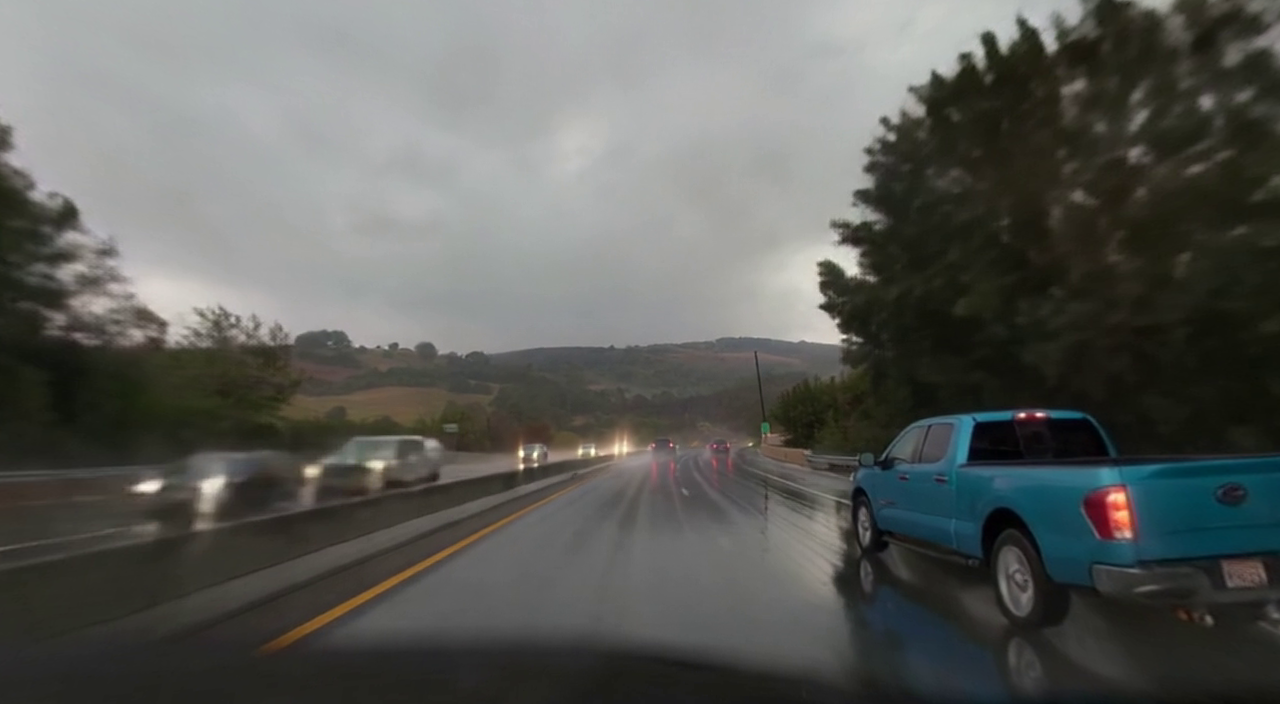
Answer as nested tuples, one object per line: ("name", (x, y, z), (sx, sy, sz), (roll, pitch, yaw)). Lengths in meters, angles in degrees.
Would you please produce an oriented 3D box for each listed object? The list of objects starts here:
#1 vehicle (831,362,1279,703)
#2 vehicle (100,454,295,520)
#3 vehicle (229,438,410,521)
("vehicle", (3.553, 1.268, 5.656), (2.151, 1.744, 4.709), (0, -9, -1))
("vehicle", (-11.531, 3.511, 16.969), (1.879, 1.455, 4.538), (0, -9, 1))
("vehicle", (-7.872, 3.143, 16.169), (2.041, 1.776, 4.570), (-1, -9, 3))
